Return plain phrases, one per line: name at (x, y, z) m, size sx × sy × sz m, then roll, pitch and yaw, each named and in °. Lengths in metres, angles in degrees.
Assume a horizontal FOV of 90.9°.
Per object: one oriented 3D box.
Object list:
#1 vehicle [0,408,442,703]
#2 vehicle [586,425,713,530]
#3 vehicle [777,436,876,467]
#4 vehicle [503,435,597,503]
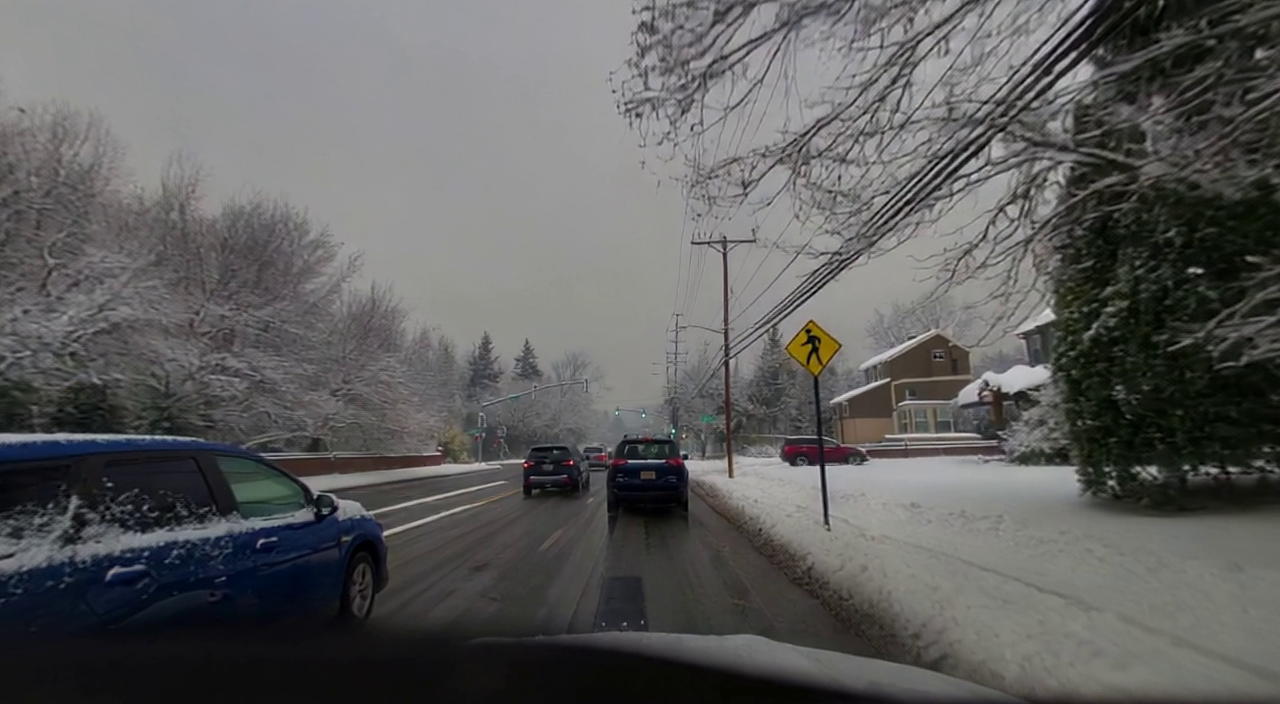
vehicle at (-2.855, 1.140, 3.375) m, size 1.968 × 1.472 × 4.685 m, roll -1°, pitch -8°, yaw 1°
vehicle at (0.204, 2.398, 12.576) m, size 2.120 × 1.718 × 3.909 m, roll -1°, pitch -8°, yaw 2°
vehicle at (9.523, 5.127, 32.394) m, size 4.456 × 1.504 × 1.914 m, roll 0°, pitch -8°, yaw 1°
vehicle at (-2.478, 3.349, 18.508) m, size 2.000 × 1.737 × 4.133 m, roll -1°, pitch -8°, yaw 2°
